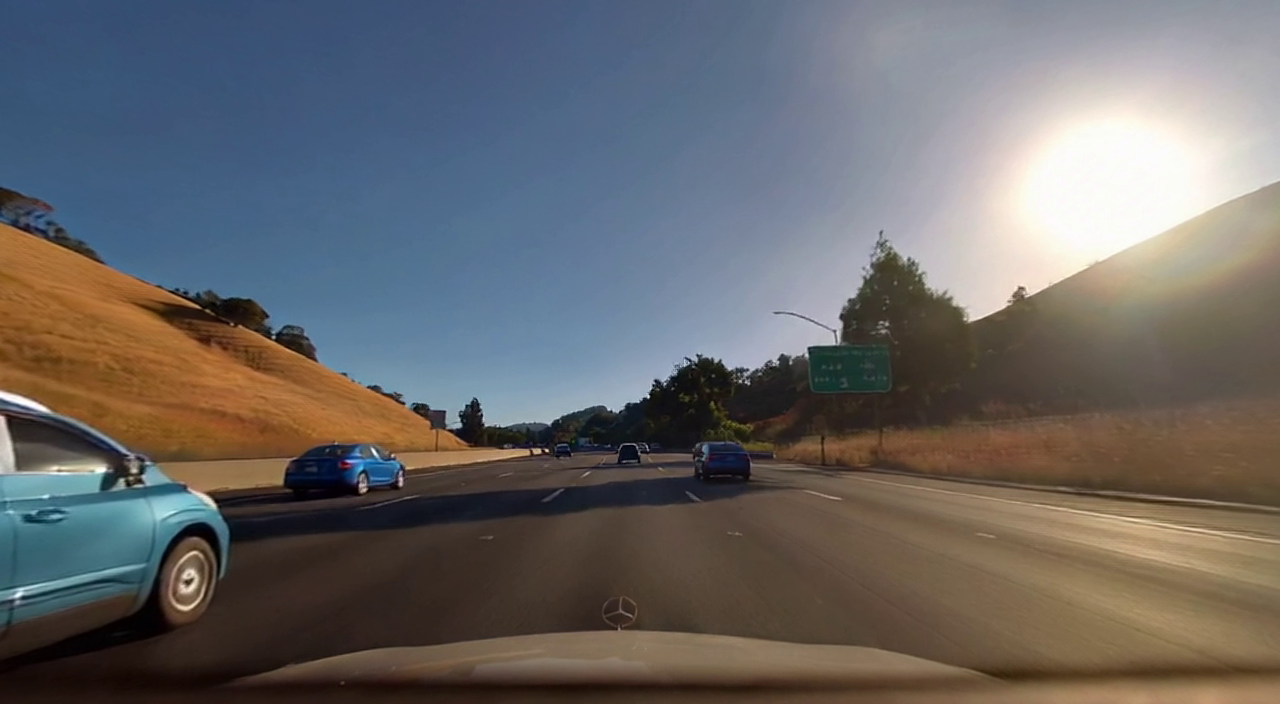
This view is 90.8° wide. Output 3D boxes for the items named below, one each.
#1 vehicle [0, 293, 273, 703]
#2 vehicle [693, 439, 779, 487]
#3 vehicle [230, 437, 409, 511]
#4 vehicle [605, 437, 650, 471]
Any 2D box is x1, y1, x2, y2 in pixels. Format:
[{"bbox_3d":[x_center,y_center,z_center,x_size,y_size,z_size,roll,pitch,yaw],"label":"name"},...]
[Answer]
[{"bbox_3d":[-3.785,0.595,1.519,2.379,1.948,5.668,0,-8,0],"label":"vehicle"},{"bbox_3d":[3.180,3.797,22.009,2.120,1.492,4.734,0,-8,-1],"label":"vehicle"},{"bbox_3d":[-7.581,2.908,15.634,1.922,1.508,4.816,0,-8,0],"label":"vehicle"},{"bbox_3d":[-0.651,5.439,33.886,2.277,1.675,4.023,0,-8,-1],"label":"vehicle"}]
